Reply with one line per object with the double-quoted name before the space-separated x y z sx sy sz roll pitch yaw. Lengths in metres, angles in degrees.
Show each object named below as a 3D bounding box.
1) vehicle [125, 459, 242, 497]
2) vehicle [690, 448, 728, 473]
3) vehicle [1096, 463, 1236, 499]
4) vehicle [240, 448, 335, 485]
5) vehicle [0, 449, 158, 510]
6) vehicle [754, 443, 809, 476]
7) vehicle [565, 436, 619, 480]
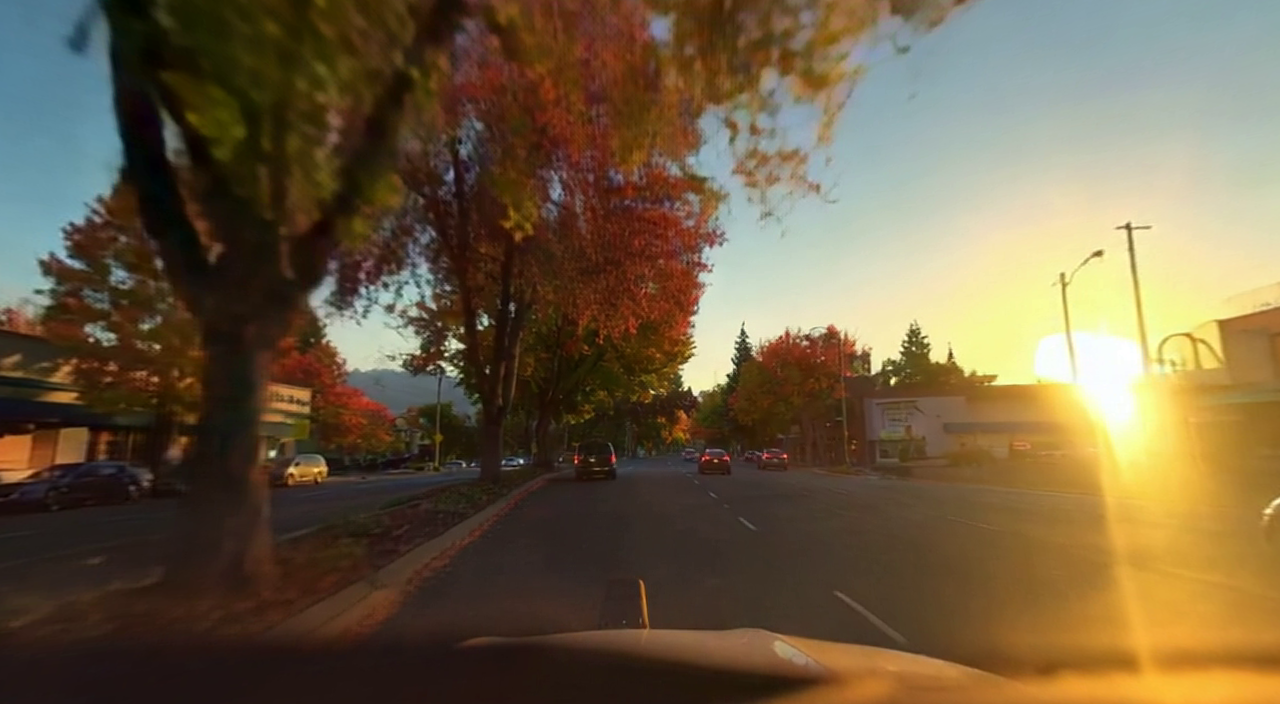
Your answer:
"vehicle" -18.890 5.207 26.350 1.737 1.349 4.014 0 -9 3
"vehicle" 4.298 6.770 39.735 1.886 1.464 4.290 0 -9 0
"vehicle" 27.994 6.857 33.697 5.680 1.772 2.071 0 -9 -2
"vehicle" -18.884 6.129 34.157 1.914 1.785 5.408 0 -8 1
"vehicle" -19.159 4.146 21.088 2.137 1.723 4.850 0 -8 1
"vehicle" 7.880 6.047 35.622 2.040 1.738 4.414 0 -9 0
"vehicle" -2.227 4.991 29.954 2.344 1.863 4.665 0 -9 -3
